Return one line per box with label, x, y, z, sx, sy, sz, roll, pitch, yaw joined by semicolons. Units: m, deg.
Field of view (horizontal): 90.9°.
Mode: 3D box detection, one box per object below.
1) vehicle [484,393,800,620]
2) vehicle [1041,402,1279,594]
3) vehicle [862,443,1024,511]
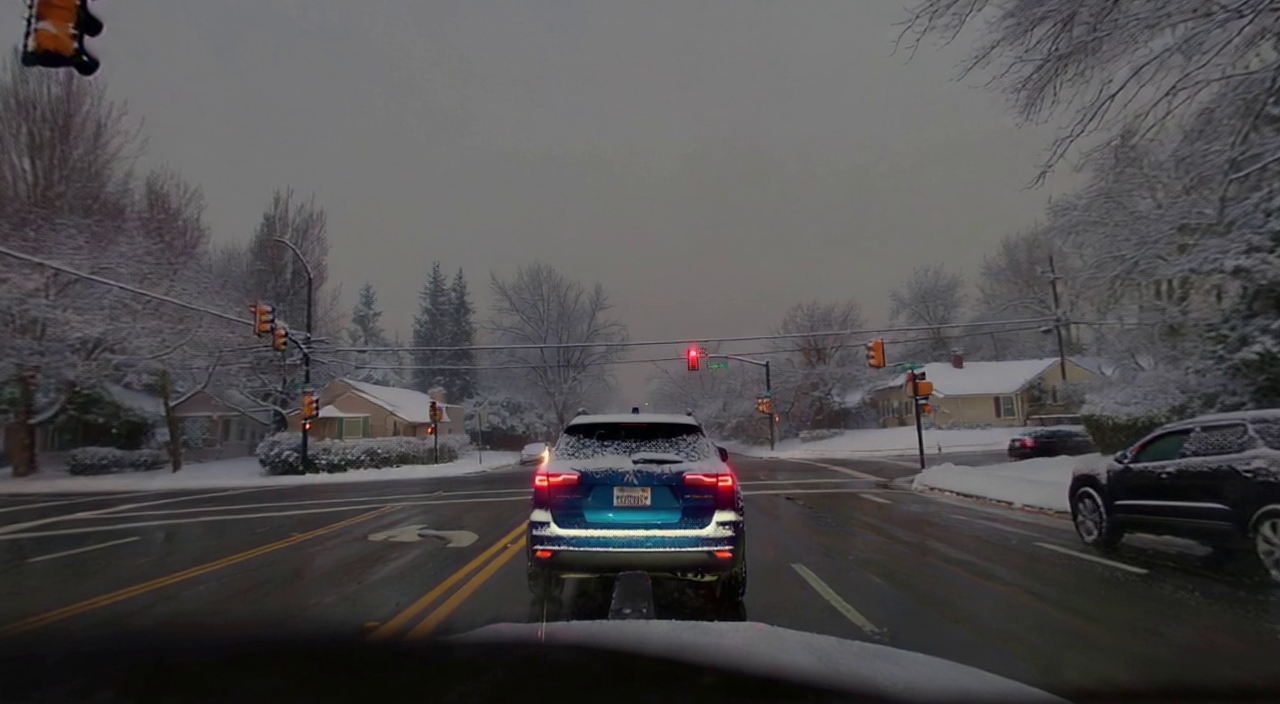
vehicle;0.047;1.460;6.910;2.322;1.667;4.367;0;-8;1
vehicle;7.032;1.539;7.040;1.989;1.791;4.735;0;-8;0
vehicle;7.301;3.007;15.807;1.860;1.436;4.479;0;-8;0
